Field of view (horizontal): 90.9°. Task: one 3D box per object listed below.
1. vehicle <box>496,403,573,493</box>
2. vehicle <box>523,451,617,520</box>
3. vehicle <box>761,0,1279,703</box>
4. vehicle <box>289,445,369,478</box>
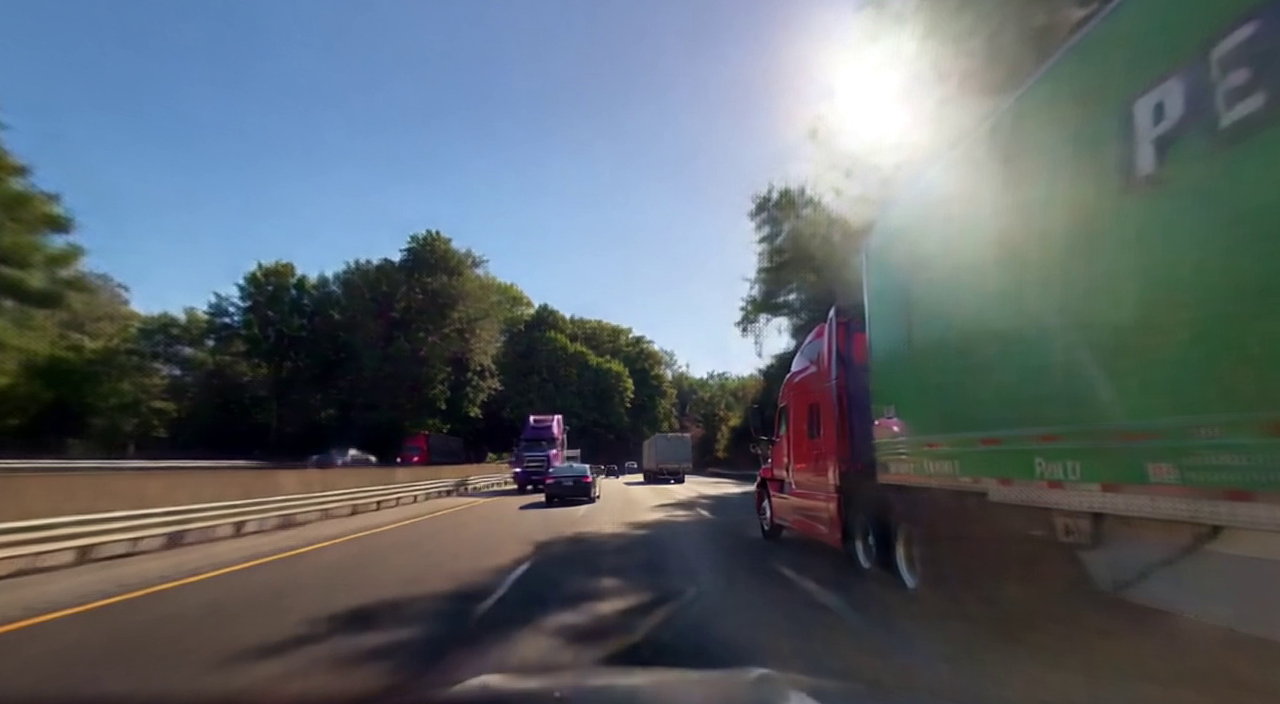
[{"bbox_3d":[-5.274,4.985,32.467,3.099,4.220,5.196,1,-10,-2],"label":"vehicle"},{"bbox_3d":[-1.760,3.646,17.533,2.010,1.580,4.949,1,-10,0],"label":"vehicle"},{"bbox_3d":[3.944,0.406,5.401,2.856,4.040,14.009,1,-10,-1],"label":"vehicle"},{"bbox_3d":[-16.139,5.762,32.990,1.980,1.587,4.561,1,-10,-2],"label":"vehicle"}]
